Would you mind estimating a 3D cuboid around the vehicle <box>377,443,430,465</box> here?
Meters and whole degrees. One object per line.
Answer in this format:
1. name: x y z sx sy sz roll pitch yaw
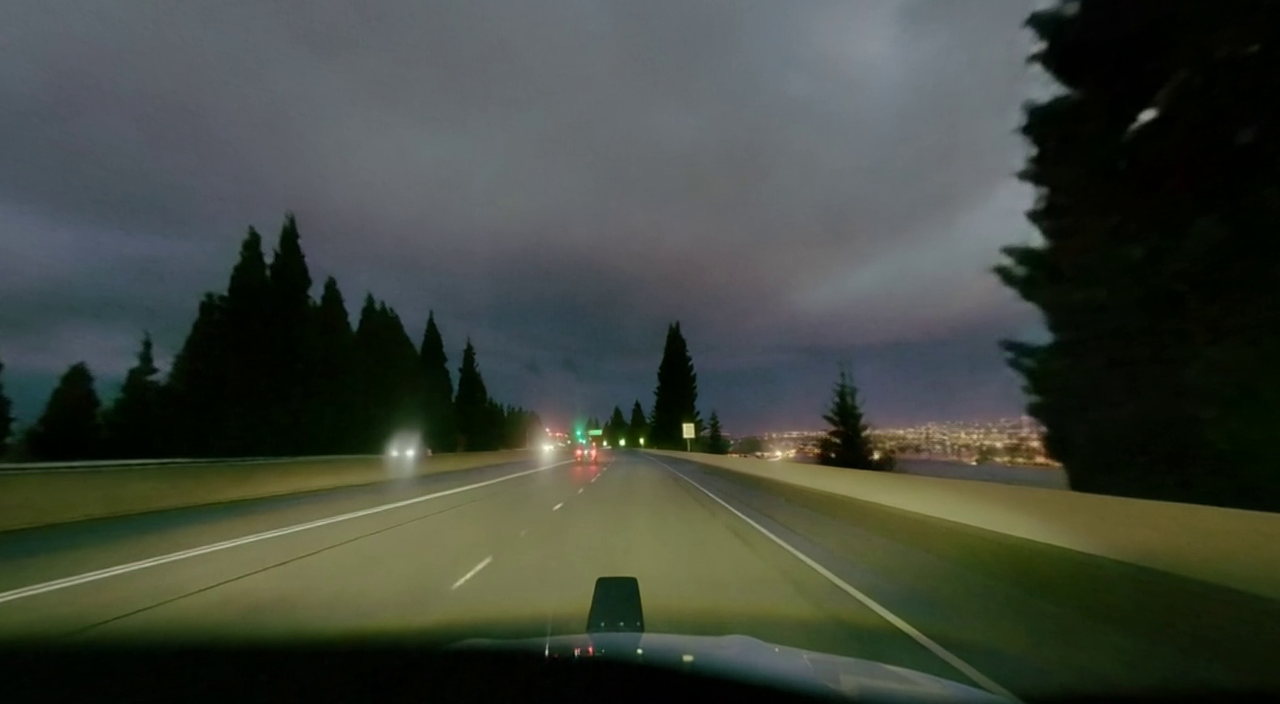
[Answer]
1. vehicle: -17.416 7.522 46.680 2.081 1.532 4.784 0 -9 -1
